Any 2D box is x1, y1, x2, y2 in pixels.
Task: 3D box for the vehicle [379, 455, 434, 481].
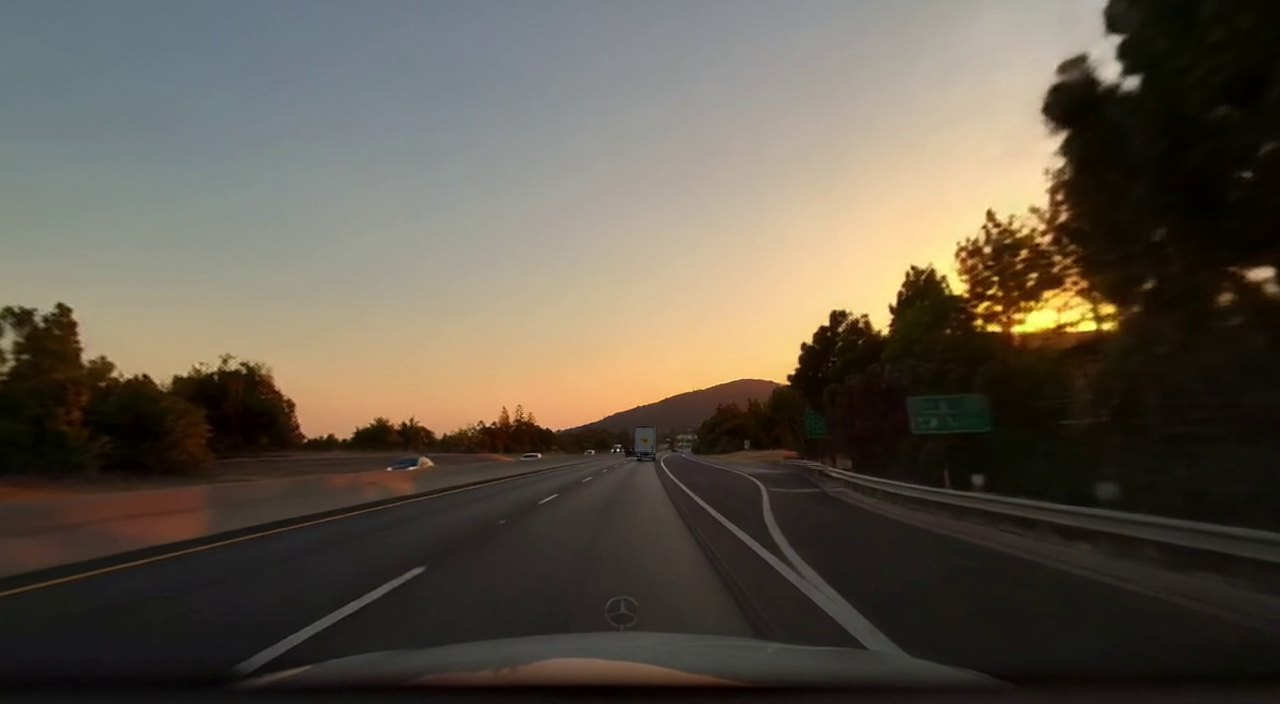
[{"bbox_3d":[-16.371,8.138,44.555,1.955,1.678,5.003,0,-9,1],"label":"vehicle"}]
